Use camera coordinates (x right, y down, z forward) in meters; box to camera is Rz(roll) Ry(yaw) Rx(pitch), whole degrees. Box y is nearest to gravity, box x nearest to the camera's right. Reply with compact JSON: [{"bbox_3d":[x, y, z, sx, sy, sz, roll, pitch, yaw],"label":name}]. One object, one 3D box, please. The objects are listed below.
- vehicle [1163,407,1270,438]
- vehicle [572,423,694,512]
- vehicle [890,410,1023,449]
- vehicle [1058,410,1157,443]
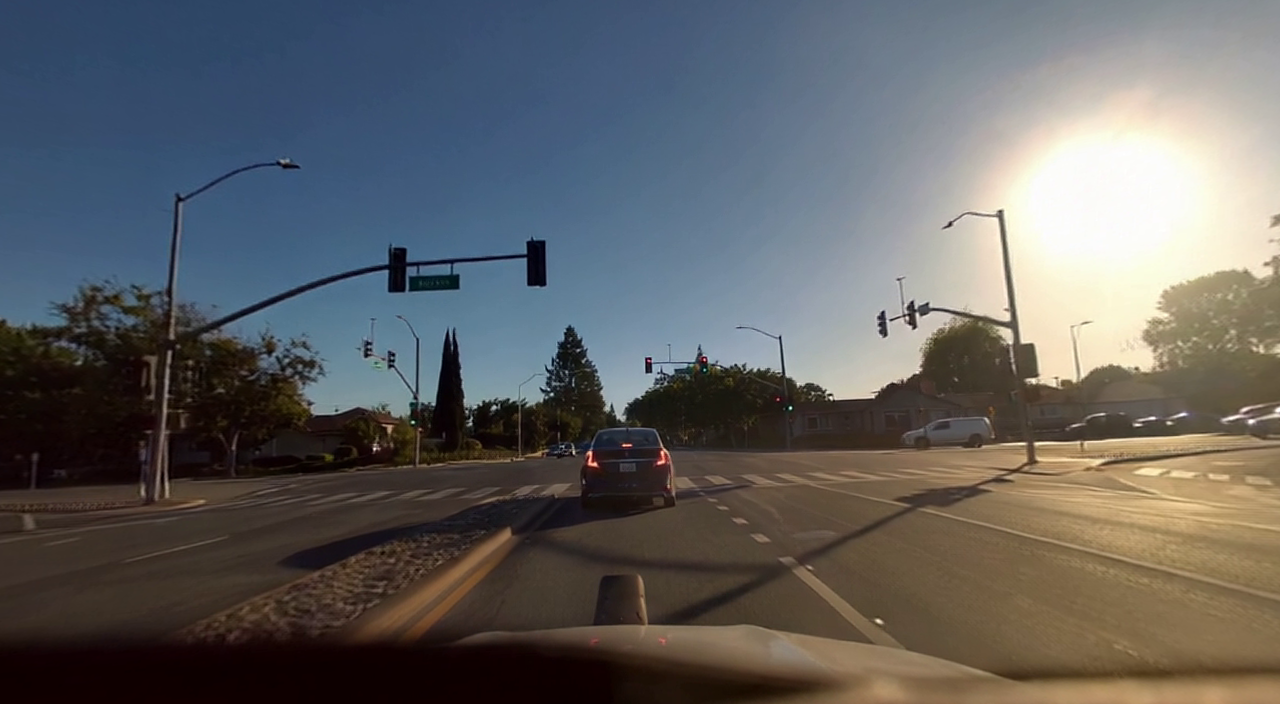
[{"bbox_3d":[35.922,4.416,39.415,4.735,1.784,2.094,1,-7,-3],"label":"vehicle"},{"bbox_3d":[0.024,2.360,13.367,2.074,1.570,3.647,0,-8,7],"label":"vehicle"},{"bbox_3d":[17.784,4.384,35.782,6.025,2.000,2.876,1,-7,-2],"label":"vehicle"},{"bbox_3d":[28.663,4.608,38.821,4.557,1.899,1.996,1,-8,-5],"label":"vehicle"}]
